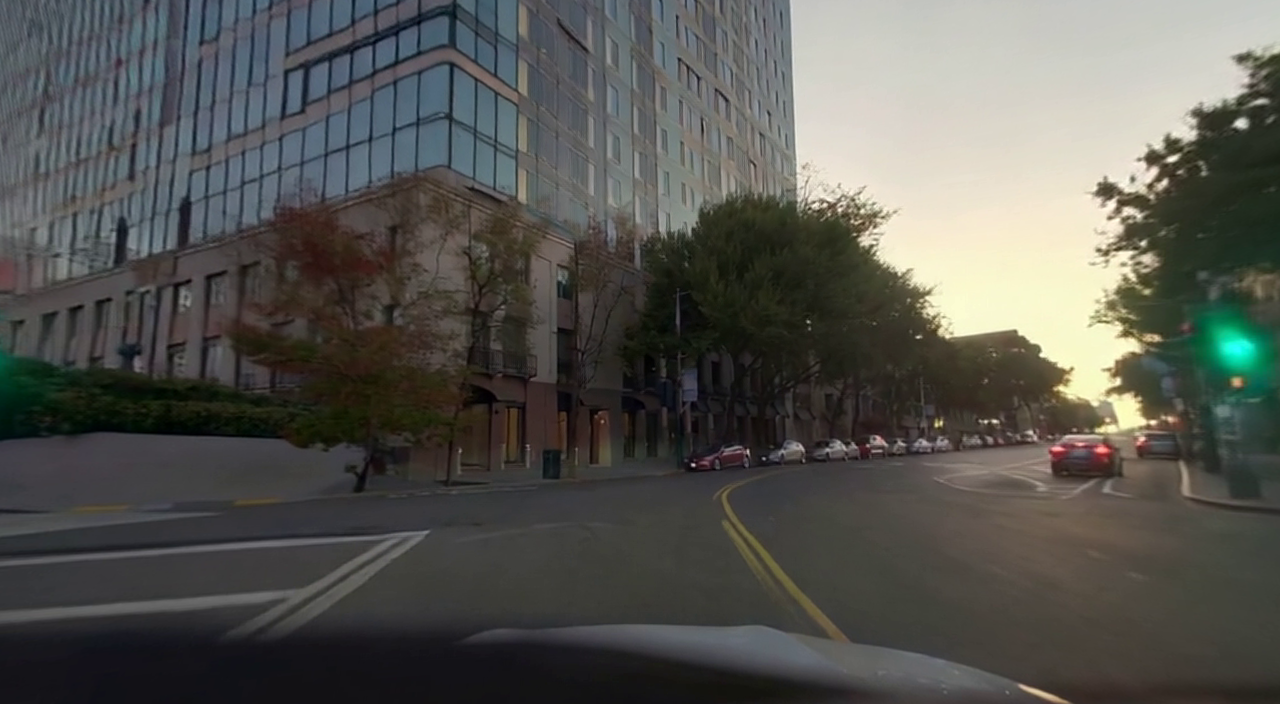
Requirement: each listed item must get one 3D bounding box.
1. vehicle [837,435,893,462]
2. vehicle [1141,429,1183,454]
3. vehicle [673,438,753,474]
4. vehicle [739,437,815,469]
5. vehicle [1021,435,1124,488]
[{"bbox_3d":[13.366,5.680,37.295,1.852,1.465,4.092,-6,-10,38],"label":"vehicle"},{"bbox_3d":[38.807,6.642,46.809,2.189,1.753,4.376,-7,-10,40],"label":"vehicle"},{"bbox_3d":[3.711,5.185,31.730,1.922,1.628,4.291,-7,-10,39],"label":"vehicle"},{"bbox_3d":[7.885,5.703,35.988,2.179,1.658,4.765,-7,-10,40],"label":"vehicle"},{"bbox_3d":[13.844,3.464,20.470,2.148,1.488,4.508,-4,-9,27],"label":"vehicle"}]
